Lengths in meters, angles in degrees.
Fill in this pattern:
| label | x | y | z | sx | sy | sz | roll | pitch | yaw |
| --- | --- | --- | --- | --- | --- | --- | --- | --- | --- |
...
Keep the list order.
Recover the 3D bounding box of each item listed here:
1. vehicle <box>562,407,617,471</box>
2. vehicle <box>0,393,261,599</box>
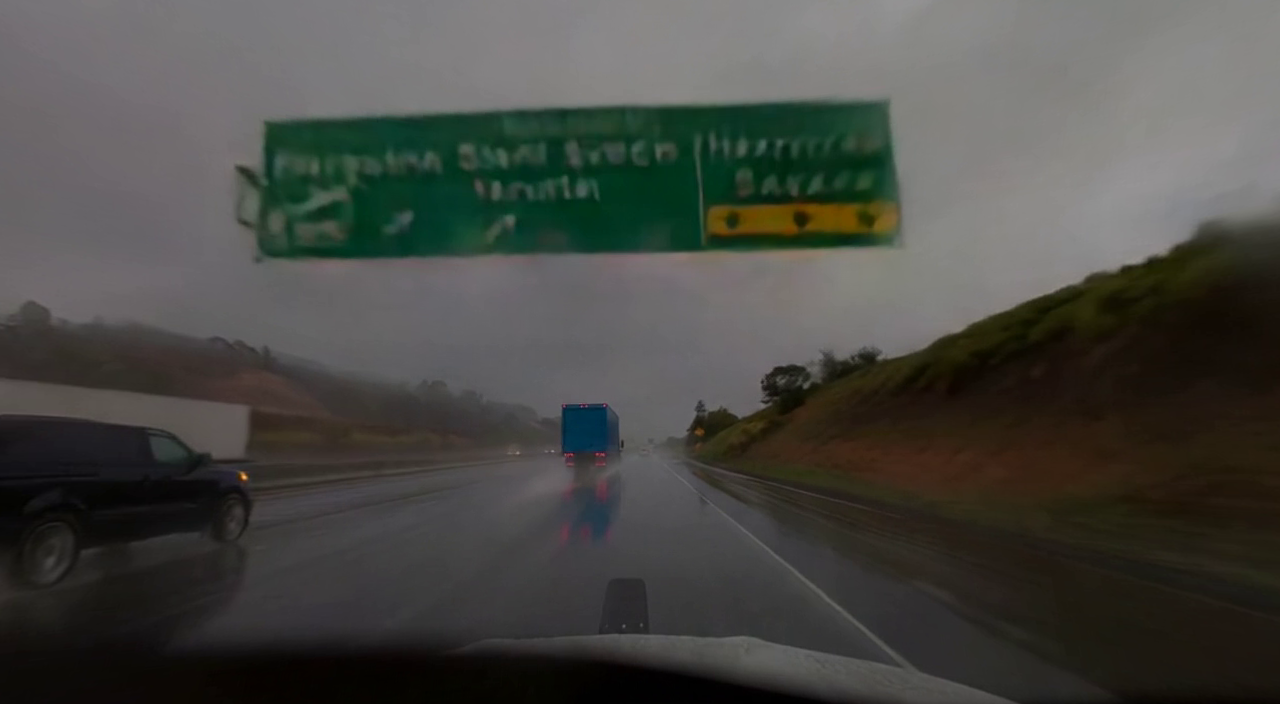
| label | x | y | z | sx | sy | sz | roll | pitch | yaw |
| --- | --- | --- | --- | --- | --- | --- | --- | --- | --- |
| vehicle | -3.496 | 6.656 | 47.902 | 2.893 | 4.073 | 15.281 | 0 | -8 | 0 |
| vehicle | -6.914 | 1.491 | 6.949 | 2.175 | 1.860 | 5.236 | 0 | -8 | 0 |
